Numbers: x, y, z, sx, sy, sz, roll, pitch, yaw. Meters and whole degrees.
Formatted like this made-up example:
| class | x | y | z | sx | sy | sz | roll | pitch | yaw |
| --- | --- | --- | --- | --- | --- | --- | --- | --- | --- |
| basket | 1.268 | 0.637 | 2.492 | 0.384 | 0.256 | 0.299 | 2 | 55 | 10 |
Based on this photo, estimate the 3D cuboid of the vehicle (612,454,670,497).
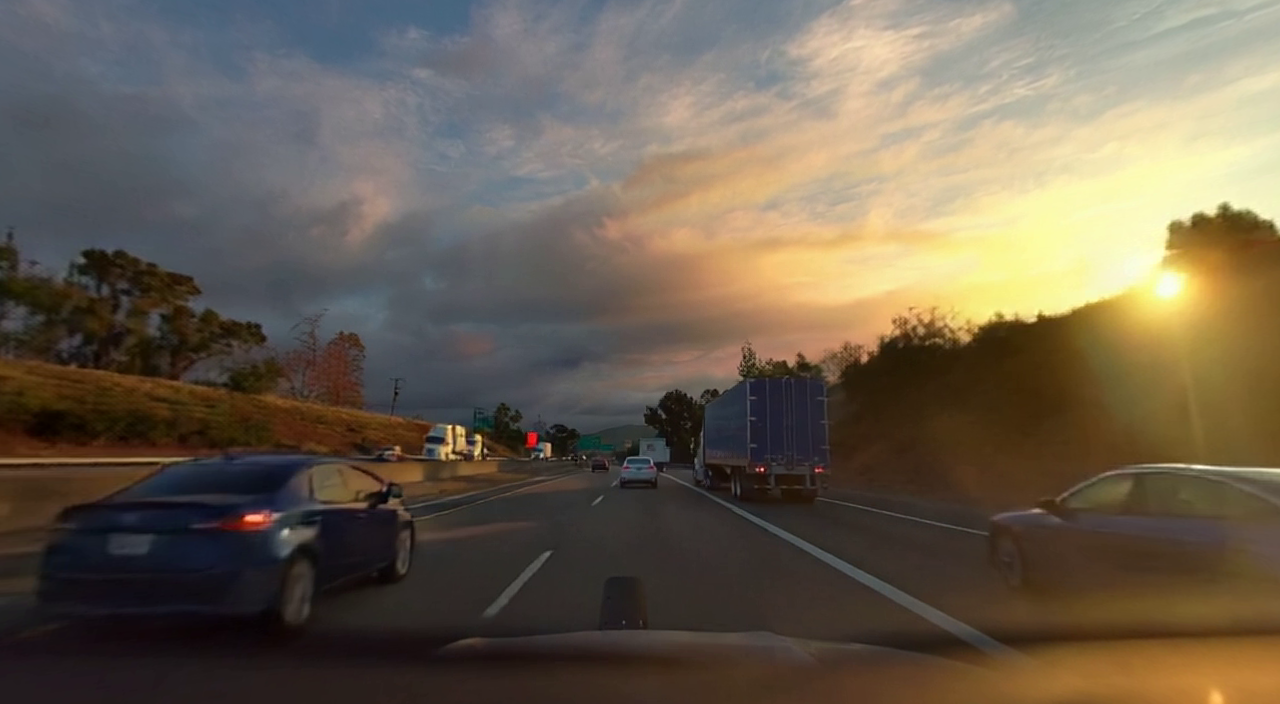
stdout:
| class | x | y | z | sx | sy | sz | roll | pitch | yaw |
| --- | --- | --- | --- | --- | --- | --- | --- | --- | --- |
| vehicle | 0.011 | 4.774 | 24.764 | 2.089 | 1.516 | 4.191 | 0 | -9 | -1 |

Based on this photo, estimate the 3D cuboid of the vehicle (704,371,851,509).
| class | x | y | z | sx | sy | sz | roll | pitch | yaw |
| --- | --- | --- | --- | --- | --- | --- | --- | --- | --- |
| vehicle | 4.704 | 3.646 | 25.384 | 2.877 | 4.035 | 13.897 | 0 | -9 | 0 |

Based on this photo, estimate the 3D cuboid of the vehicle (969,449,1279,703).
| class | x | y | z | sx | sy | sz | roll | pitch | yaw |
| --- | --- | --- | --- | --- | --- | --- | --- | --- | --- |
| vehicle | 4.296 | 1.317 | 3.999 | 2.037 | 1.377 | 4.407 | 0 | -9 | 0 |

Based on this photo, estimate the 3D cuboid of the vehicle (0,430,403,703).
| class | x | y | z | sx | sy | sz | roll | pitch | yaw |
| --- | --- | --- | --- | --- | --- | --- | --- | --- | --- |
| vehicle | -3.587 | 1.374 | 4.551 | 2.105 | 1.467 | 4.099 | 0 | -9 | 1 |
